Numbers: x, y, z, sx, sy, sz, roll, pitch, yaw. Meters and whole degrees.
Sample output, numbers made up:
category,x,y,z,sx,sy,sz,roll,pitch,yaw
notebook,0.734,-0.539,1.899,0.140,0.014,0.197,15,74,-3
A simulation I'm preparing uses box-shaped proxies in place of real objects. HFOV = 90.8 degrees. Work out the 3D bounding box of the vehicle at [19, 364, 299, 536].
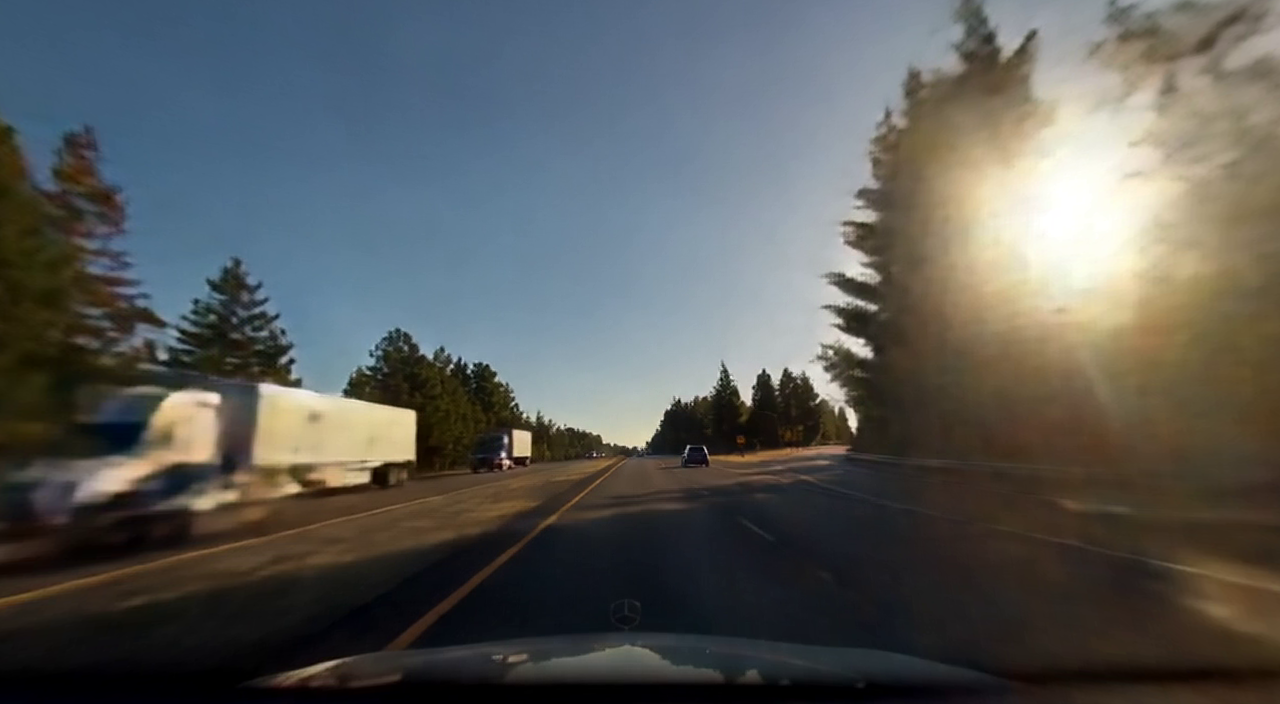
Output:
category,x,y,z,sx,sy,sz,roll,pitch,yaw
vehicle,-12.801,2.713,17.707,2.985,3.990,5.823,0,-9,0

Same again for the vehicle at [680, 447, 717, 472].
category,x,y,z,sx,sy,sz,roll,pitch,yaw
vehicle,3.775,7.038,41.478,2.013,1.584,3.995,0,-9,0

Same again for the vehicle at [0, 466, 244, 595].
category,x,y,z,sx,sy,sz,roll,pitch,yaw
vehicle,-8.269,2.538,9.661,1.882,1.452,3.812,0,-9,0
